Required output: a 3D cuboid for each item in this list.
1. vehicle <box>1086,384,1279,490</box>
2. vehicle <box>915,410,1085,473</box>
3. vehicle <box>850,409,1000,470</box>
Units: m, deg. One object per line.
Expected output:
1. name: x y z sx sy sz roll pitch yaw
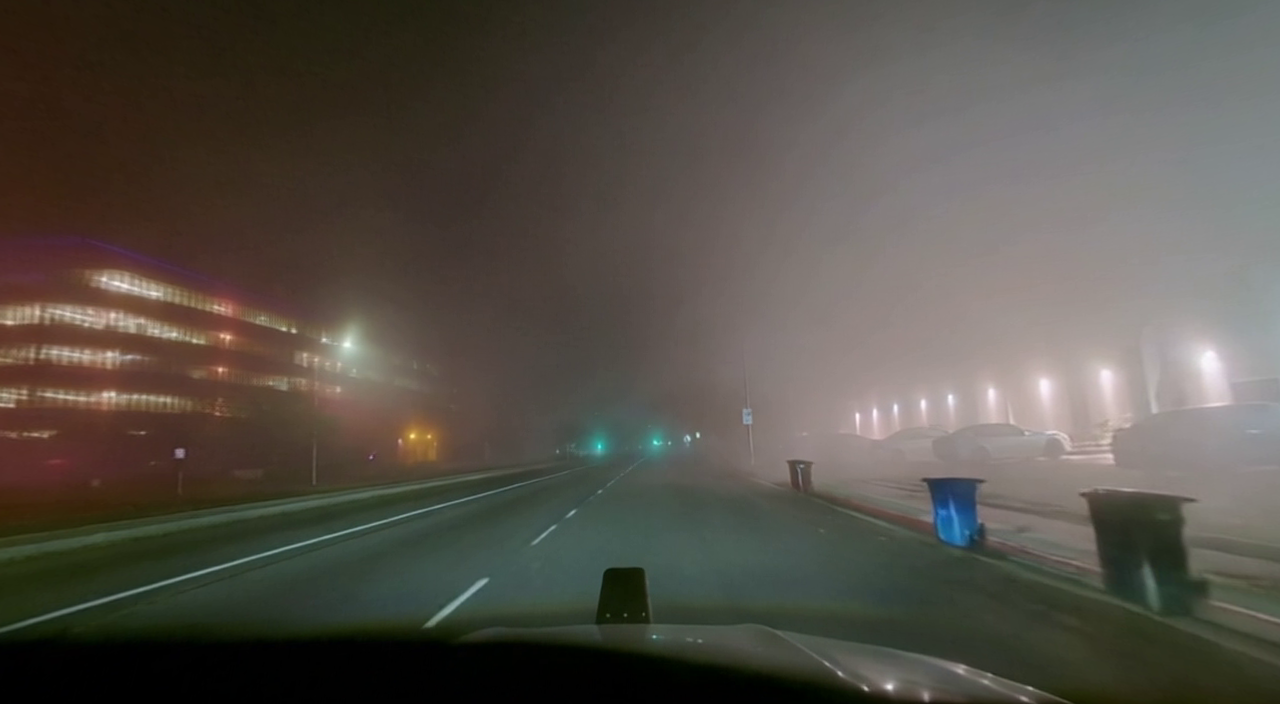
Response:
1. vehicle: 12.265 1.641 12.943 4.572 1.744 1.956 -6 -8 -2
2. vehicle: 12.255 3.092 21.709 4.478 1.578 1.944 -7 -9 2
3. vehicle: 12.258 3.819 27.389 5.330 1.917 2.001 -7 -9 1
